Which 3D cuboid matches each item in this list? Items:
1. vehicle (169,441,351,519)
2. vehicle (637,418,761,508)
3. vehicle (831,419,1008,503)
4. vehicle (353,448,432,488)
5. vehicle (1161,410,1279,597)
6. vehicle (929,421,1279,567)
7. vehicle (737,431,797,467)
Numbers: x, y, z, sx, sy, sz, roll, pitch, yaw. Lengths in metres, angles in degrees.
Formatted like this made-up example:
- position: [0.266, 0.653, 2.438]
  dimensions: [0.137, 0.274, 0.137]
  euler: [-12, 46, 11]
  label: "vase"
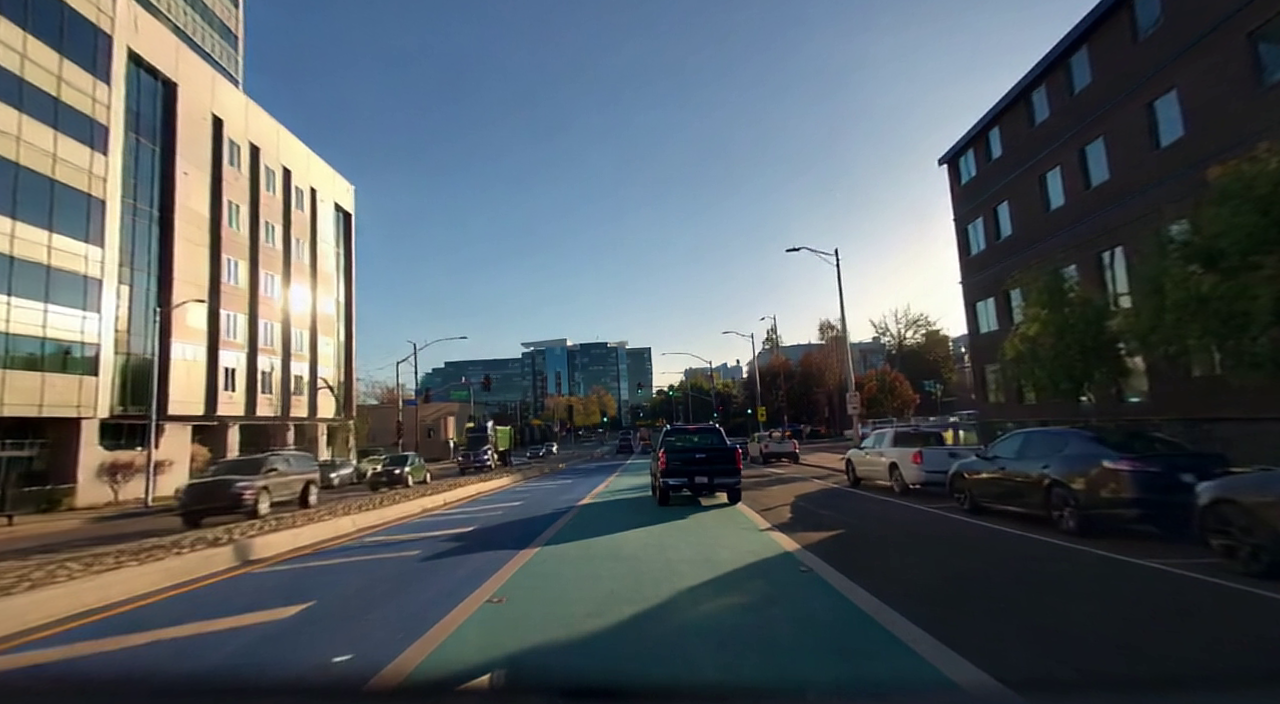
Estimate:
- position: [-10.040, 3.371, 17.253]
  dimensions: [2.072, 1.806, 4.736]
  euler: [0, -8, -1]
  label: "vehicle"
- position: [1.174, 2.550, 14.847]
  dimensions: [2.283, 1.773, 4.255]
  euler: [0, -9, -3]
  label: "vehicle"
- position: [6.794, 2.748, 16.258]
  dimensions: [2.088, 1.761, 5.697]
  euler: [-1, -9, 2]
  label: "vehicle"
- position: [-11.994, 5.620, 30.999]
  dimensions: [2.191, 1.763, 5.059]
  euler: [0, -9, -4]
  label: "vehicle"
- position: [6.628, 1.176, 4.529]
  dimensions: [1.927, 1.631, 4.417]
  euler: [0, -9, 0]
  label: "vehicle"
- position: [6.476, 1.913, 9.376]
  dimensions: [2.106, 1.550, 5.046]
  euler: [-1, -9, 2]
  label: "vehicle"
- position: [6.929, 5.368, 34.884]
  dimensions: [2.205, 1.823, 5.078]
  euler: [0, -9, 0]
  label: "vehicle"
